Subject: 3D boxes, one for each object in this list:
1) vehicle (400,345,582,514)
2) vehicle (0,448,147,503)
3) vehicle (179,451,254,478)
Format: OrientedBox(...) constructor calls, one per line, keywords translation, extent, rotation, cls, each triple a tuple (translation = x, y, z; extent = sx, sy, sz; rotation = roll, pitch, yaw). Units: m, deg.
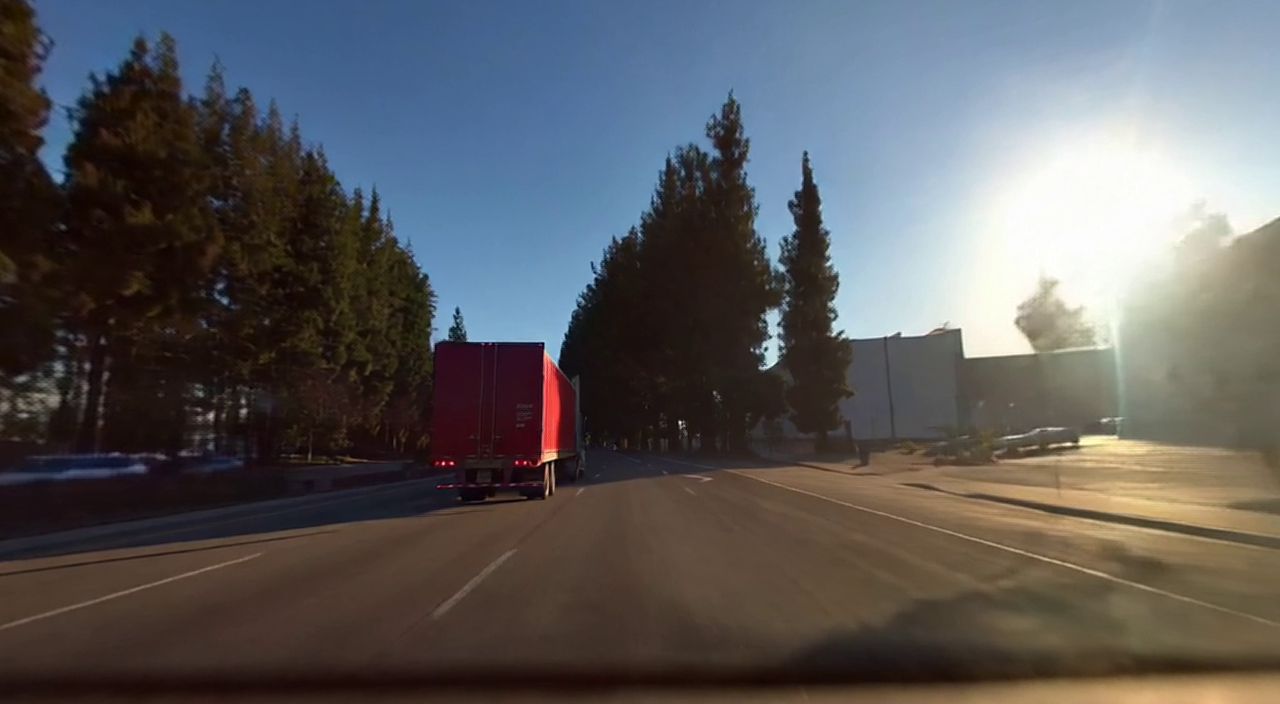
OrientedBox(translation=(-3.388, 2.184, 17.069), extent=(2.910, 3.419, 8.376), rotation=(0, -9, 0), cls="vehicle")
OrientedBox(translation=(-18.513, 3.804, 20.009), extent=(1.899, 1.498, 4.813), rotation=(0, -9, 0), cls="vehicle")
OrientedBox(translation=(-26.384, 6.989, 39.523), extent=(1.813, 1.503, 4.392), rotation=(0, -9, -3), cls="vehicle")
